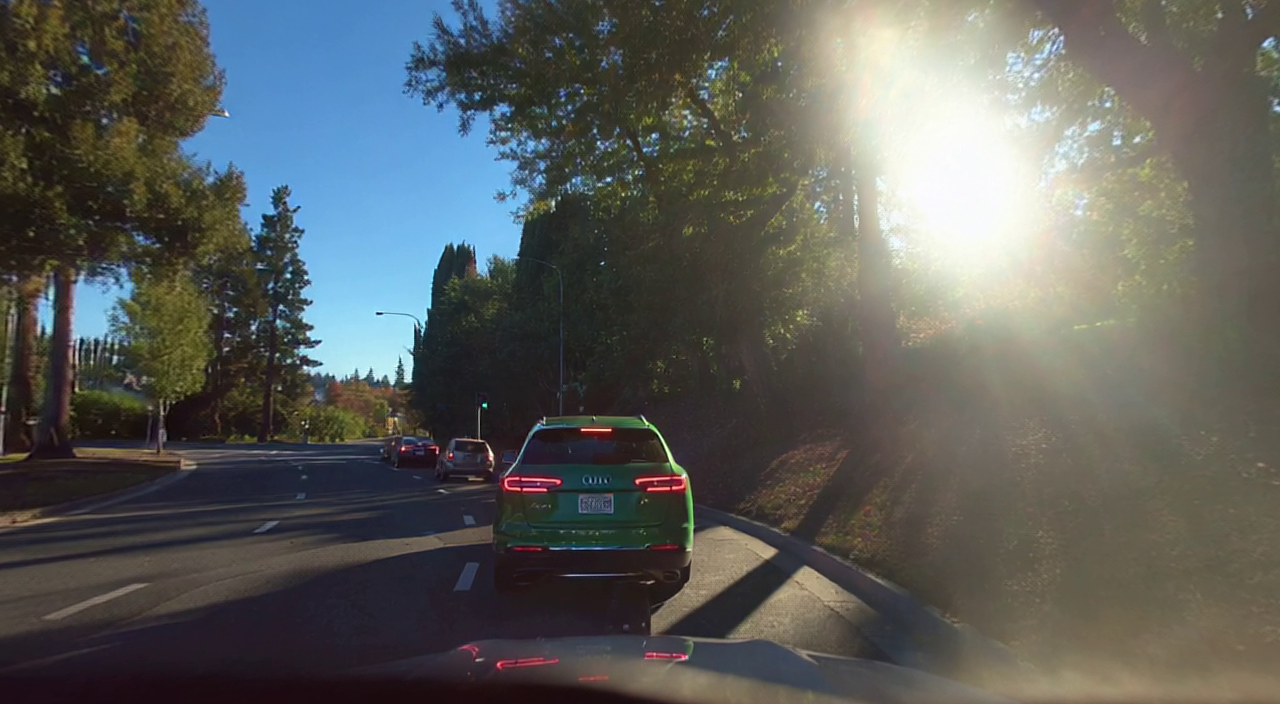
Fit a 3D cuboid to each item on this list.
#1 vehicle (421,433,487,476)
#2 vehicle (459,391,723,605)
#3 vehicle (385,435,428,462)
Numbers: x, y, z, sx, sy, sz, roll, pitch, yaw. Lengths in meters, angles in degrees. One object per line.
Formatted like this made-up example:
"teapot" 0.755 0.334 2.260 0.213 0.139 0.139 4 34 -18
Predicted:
"vehicle" -7.309 3.949 24.495 1.902 1.536 3.662 4 -9 -24
"vehicle" -0.686 1.459 7.212 2.134 1.671 4.147 1 -8 -9
"vehicle" -13.759 5.645 36.897 1.863 1.488 4.426 4 -9 -26
